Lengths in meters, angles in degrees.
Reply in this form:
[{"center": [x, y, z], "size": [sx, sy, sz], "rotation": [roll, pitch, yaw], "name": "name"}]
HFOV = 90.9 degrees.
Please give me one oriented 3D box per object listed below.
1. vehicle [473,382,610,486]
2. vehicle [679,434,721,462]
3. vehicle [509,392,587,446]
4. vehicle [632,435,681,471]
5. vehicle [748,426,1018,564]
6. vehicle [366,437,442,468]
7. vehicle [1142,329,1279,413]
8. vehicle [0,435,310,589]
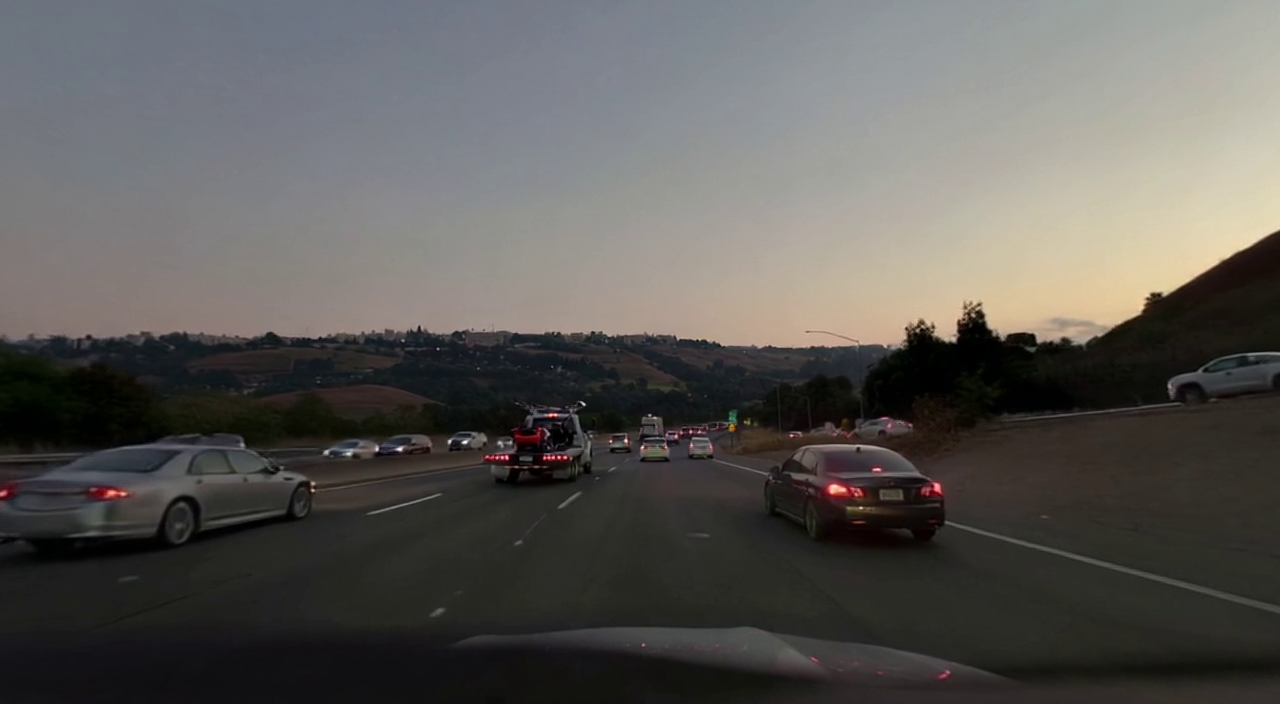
[{"center": [-3.041, 3.086, 23.159], "size": [3.162, 2.955, 10.282], "rotation": [0, -8, 1], "name": "vehicle"}, {"center": [3.658, 6.018, 39.562], "size": [2.075, 1.614, 4.682], "rotation": [0, -8, -1], "name": "vehicle"}, {"center": [-3.040, 2.429, 21.934], "size": [1.893, 1.674, 4.766], "rotation": [0, -8, 1], "name": "vehicle"}, {"center": [0.754, 4.557, 28.705], "size": [2.079, 1.499, 3.915], "rotation": [0, -8, 1], "name": "vehicle"}, {"center": [3.040, 1.881, 9.106], "size": [2.040, 1.481, 4.260], "rotation": [0, -8, -3], "name": "vehicle"}, {"center": [-12.233, 5.219, 33.004], "size": [2.123, 1.511, 4.343], "rotation": [0, -8, 3], "name": "vehicle"}, {"center": [14.704, 0.514, 14.869], "size": [1.979, 1.616, 4.268], "rotation": [1, -8, -5], "name": "vehicle"}, {"center": [-6.715, 1.835, 8.322], "size": [1.964, 1.395, 4.948], "rotation": [0, -8, 1], "name": "vehicle"}]
